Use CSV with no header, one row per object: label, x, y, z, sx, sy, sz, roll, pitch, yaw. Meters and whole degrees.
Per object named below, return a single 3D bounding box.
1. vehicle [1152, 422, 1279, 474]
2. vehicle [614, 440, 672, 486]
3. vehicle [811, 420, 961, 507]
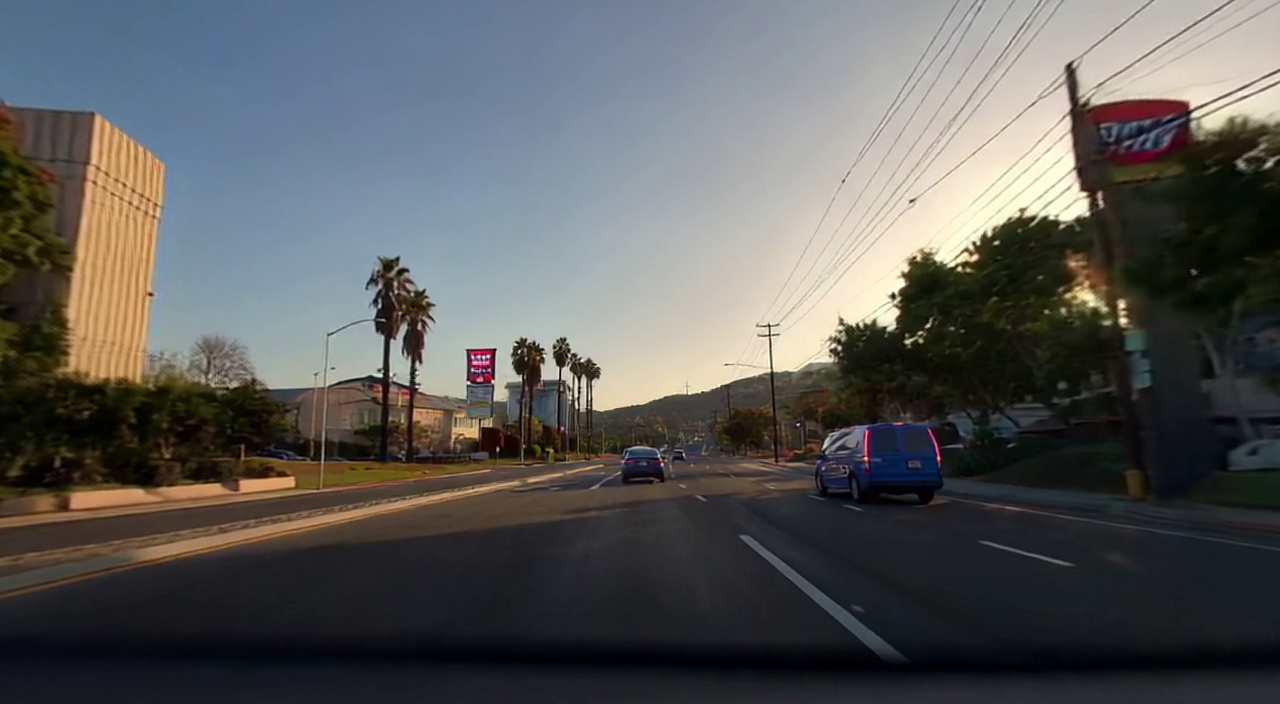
vehicle,20.232,3.180,20.832,4.608,1.624,2.063,0,-9,3
vehicle,0.159,4.404,25.236,2.138,1.672,4.168,0,-9,1
vehicle,6.131,2.838,16.409,2.107,1.928,4.471,0,-9,0
